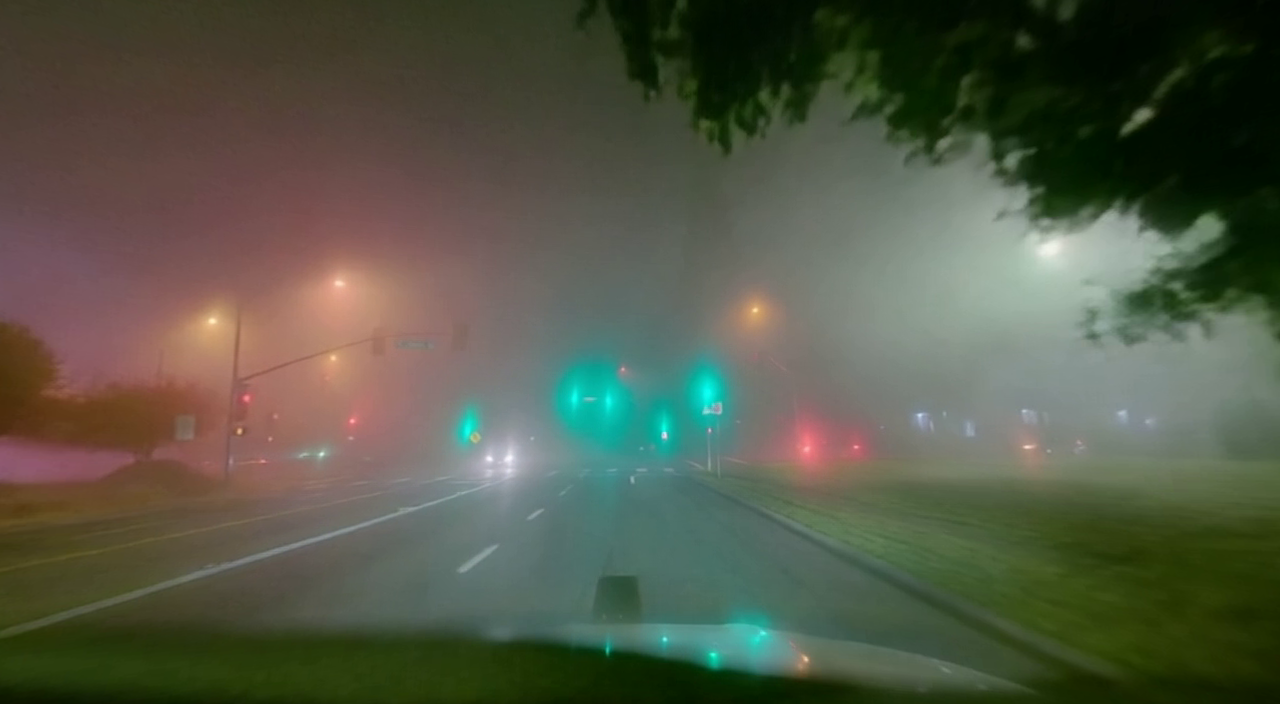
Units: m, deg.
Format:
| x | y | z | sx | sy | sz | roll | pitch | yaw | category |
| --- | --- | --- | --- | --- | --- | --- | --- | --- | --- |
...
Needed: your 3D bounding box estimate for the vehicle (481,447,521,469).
| x | y | z | sx | sy | sz | roll | pitch | yaw | category |
| --- | --- | --- | --- | --- | --- | --- | --- | --- | --- |
| -10.693 | 8.159 | 48.871 | 2.035 | 1.461 | 4.465 | -4 | -9 | 0 | vehicle |
